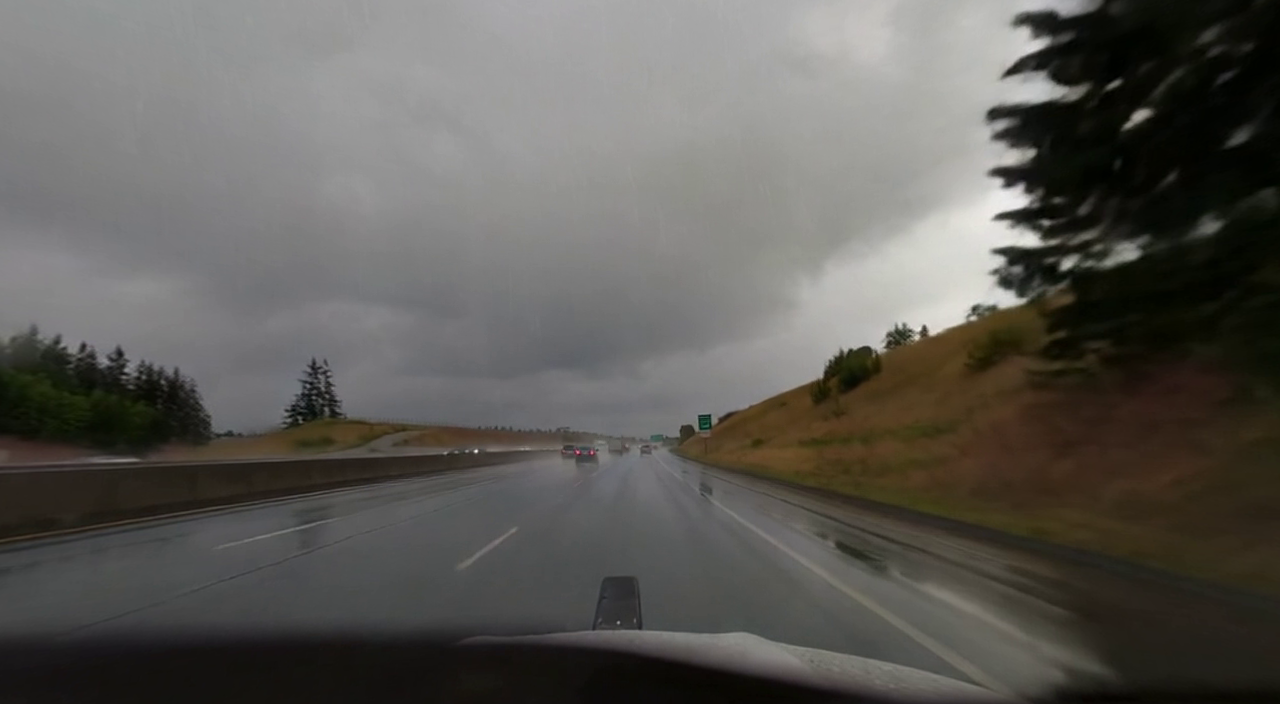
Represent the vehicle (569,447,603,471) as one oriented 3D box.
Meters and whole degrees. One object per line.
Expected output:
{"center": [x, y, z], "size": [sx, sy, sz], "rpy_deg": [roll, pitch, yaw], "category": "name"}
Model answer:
{"center": [-3.503, 7.020, 41.316], "size": [1.895, 1.482, 3.852], "rpy_deg": [0, -9, 0], "category": "vehicle"}
